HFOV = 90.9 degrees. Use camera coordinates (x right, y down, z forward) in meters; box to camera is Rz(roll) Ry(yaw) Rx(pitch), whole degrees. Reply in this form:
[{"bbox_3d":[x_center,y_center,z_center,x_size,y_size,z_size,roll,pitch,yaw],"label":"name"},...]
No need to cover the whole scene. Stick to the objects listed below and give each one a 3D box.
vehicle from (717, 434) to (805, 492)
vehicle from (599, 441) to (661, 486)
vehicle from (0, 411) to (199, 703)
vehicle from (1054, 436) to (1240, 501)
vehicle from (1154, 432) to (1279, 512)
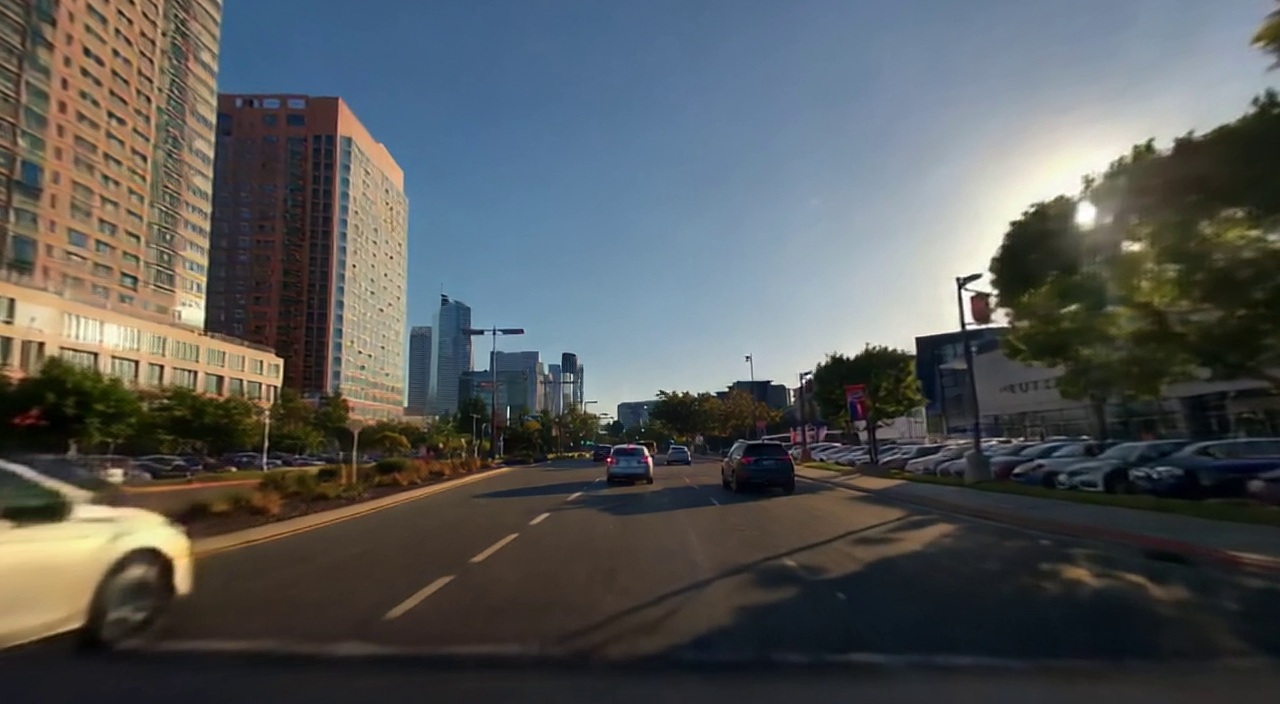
[{"bbox_3d":[3.837,3.595,20.769,2.007,1.683,4.171,0,-8,-1],"label":"vehicle"},{"bbox_3d":[-0.338,4.012,22.975,2.059,1.477,3.988,0,-8,0],"label":"vehicle"},{"bbox_3d":[-3.844,0.851,1.682,2.029,1.482,4.591,0,-8,0],"label":"vehicle"},{"bbox_3d":[13.143,2.954,16.384,3.972,1.504,1.976,3,-9,-22],"label":"vehicle"},{"bbox_3d":[13.498,2.520,13.637,4.312,1.485,1.995,4,-10,-27],"label":"vehicle"}]
